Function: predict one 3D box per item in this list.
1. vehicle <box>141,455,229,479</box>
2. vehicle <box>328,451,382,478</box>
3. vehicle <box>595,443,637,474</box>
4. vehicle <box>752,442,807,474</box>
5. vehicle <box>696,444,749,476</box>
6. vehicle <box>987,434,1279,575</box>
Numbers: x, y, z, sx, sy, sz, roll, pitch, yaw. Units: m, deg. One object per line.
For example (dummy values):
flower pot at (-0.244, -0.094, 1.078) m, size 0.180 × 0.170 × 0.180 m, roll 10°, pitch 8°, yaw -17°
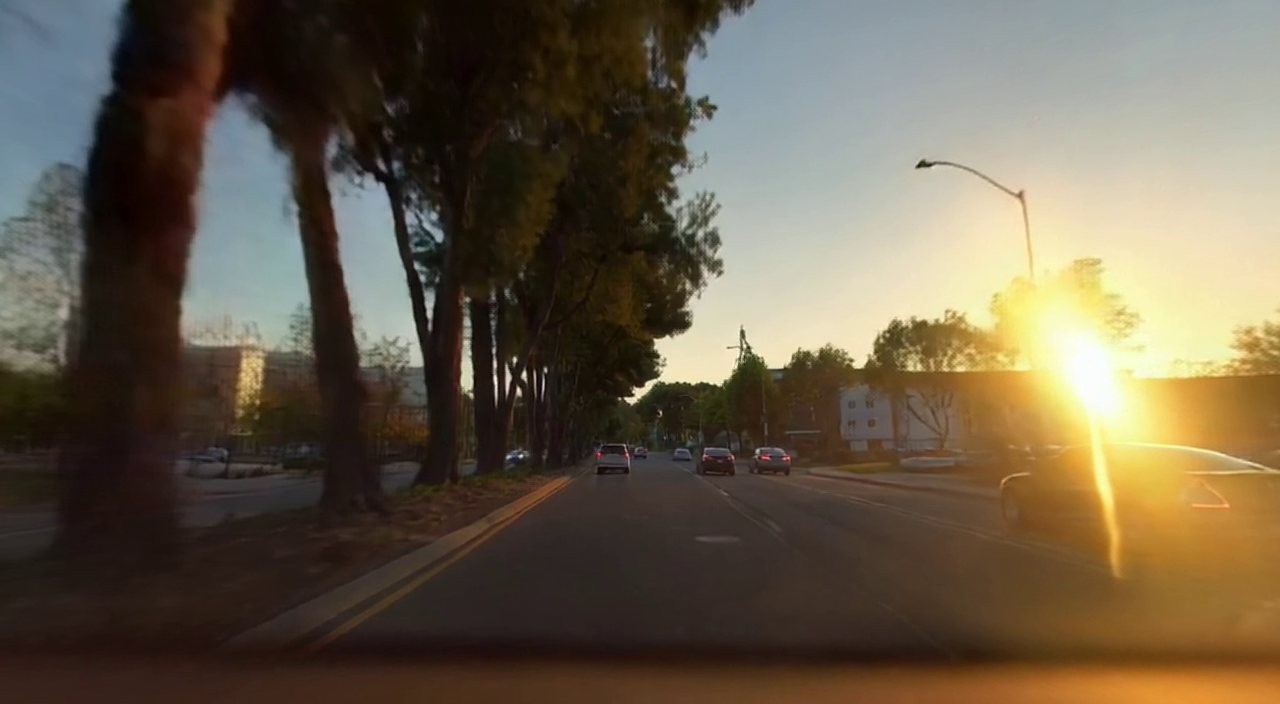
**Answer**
vehicle at (-29.522, 7.447, 41.059) m, size 4.320 × 1.459 × 1.860 m, roll 0°, pitch -8°, yaw 3°
vehicle at (-20.065, 7.903, 44.722) m, size 2.013 × 1.655 × 4.604 m, roll -2°, pitch -8°, yaw -4°
vehicle at (-1.254, 5.510, 32.900) m, size 2.077 × 1.477 × 3.897 m, roll 0°, pitch -8°, yaw -2°
vehicle at (7.669, 5.850, 35.159) m, size 1.945 × 1.687 × 4.292 m, roll 0°, pitch -8°, yaw -2°
vehicle at (3.952, 5.230, 30.918) m, size 2.020 × 1.472 × 3.958 m, roll 0°, pitch -8°, yaw -1°
vehicle at (7.335, 1.993, 9.220) m, size 1.888 × 1.508 × 4.646 m, roll 0°, pitch -8°, yaw 0°
